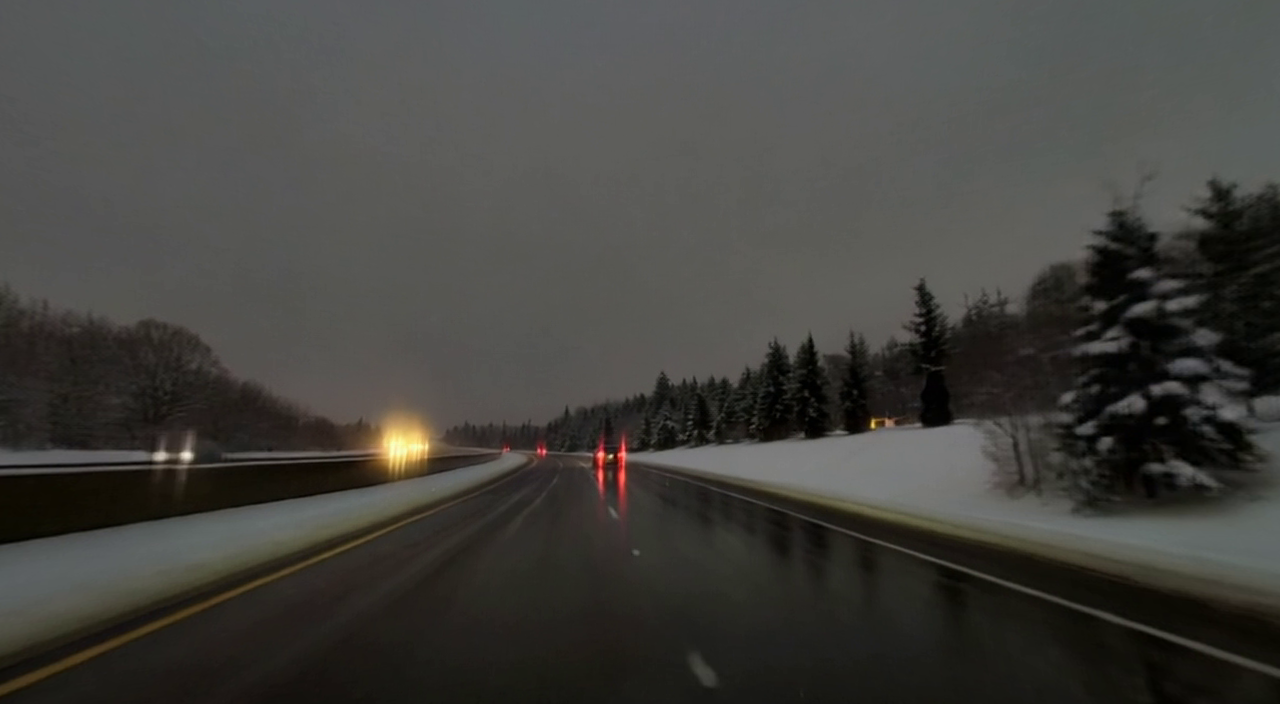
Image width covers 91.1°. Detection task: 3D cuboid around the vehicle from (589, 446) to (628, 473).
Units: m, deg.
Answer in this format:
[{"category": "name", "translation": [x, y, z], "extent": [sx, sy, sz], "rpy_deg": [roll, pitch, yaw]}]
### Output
[{"category": "vehicle", "translation": [-1.923, 6.330, 37.232], "extent": [2.140, 1.455, 4.135], "rpy_deg": [0, -9, -5]}]

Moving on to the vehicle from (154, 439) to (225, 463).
[{"category": "vehicle", "translation": [-27.852, 6.159, 39.023], "extent": [1.848, 1.408, 3.953], "rpy_deg": [1, -9, -7]}]
